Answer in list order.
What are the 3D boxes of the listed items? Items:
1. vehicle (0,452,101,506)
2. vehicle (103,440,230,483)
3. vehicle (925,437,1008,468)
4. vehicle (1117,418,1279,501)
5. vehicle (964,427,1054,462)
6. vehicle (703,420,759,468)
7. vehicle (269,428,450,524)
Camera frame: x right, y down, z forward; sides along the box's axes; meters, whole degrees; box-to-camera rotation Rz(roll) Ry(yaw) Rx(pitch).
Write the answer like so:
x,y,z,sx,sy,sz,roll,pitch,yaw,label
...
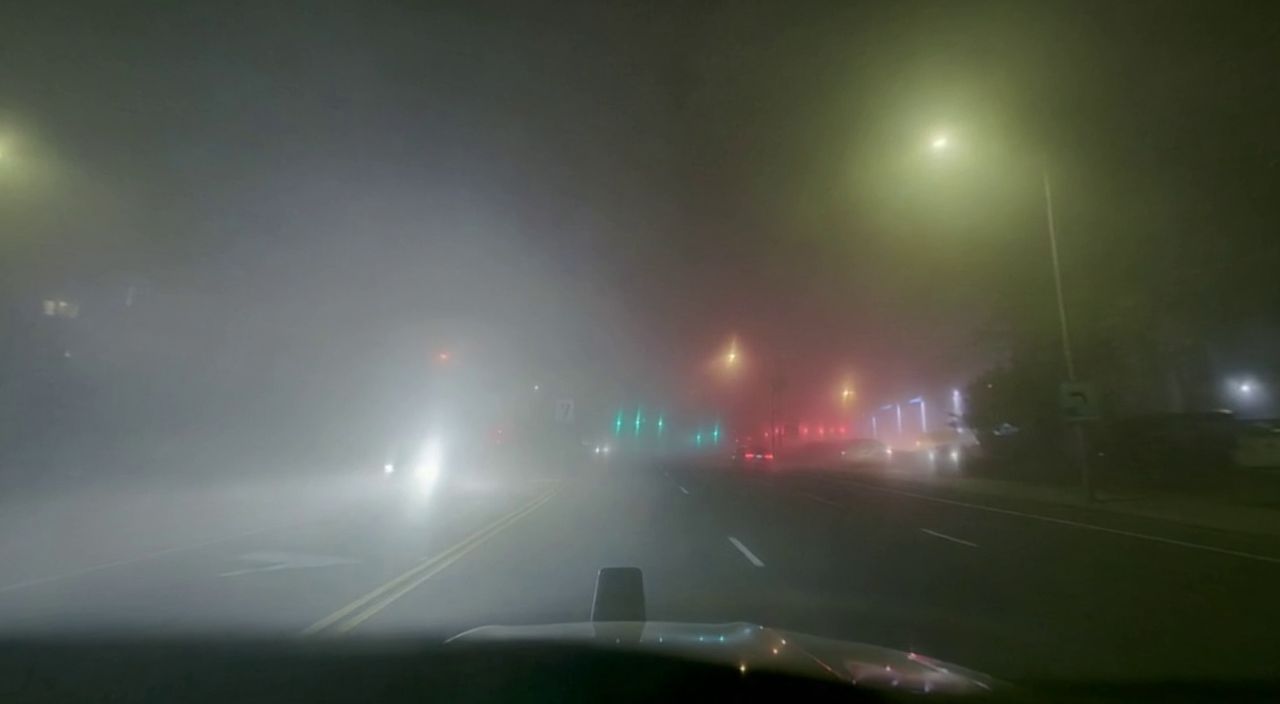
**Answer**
x,y,z,sx,sy,sz,roll,pitch,yaw,label
-19.019,3.765,18.831,1.867,1.475,4.369,0,-9,0,vehicle
-24.247,5.592,32.627,2.177,1.922,5.563,-3,-8,2,vehicle
17.646,5.415,34.282,1.957,1.501,4.308,-2,-7,-3,vehicle
14.543,2.519,15.292,2.158,1.736,4.713,-2,-8,1,vehicle
20.200,5.106,34.756,2.012,1.709,4.574,-1,-9,-2,vehicle
6.509,6.769,46.221,2.802,3.208,7.459,1,-8,-2,vehicle
-5.519,2.480,13.112,2.002,1.635,4.271,1,-9,-4,vehicle
